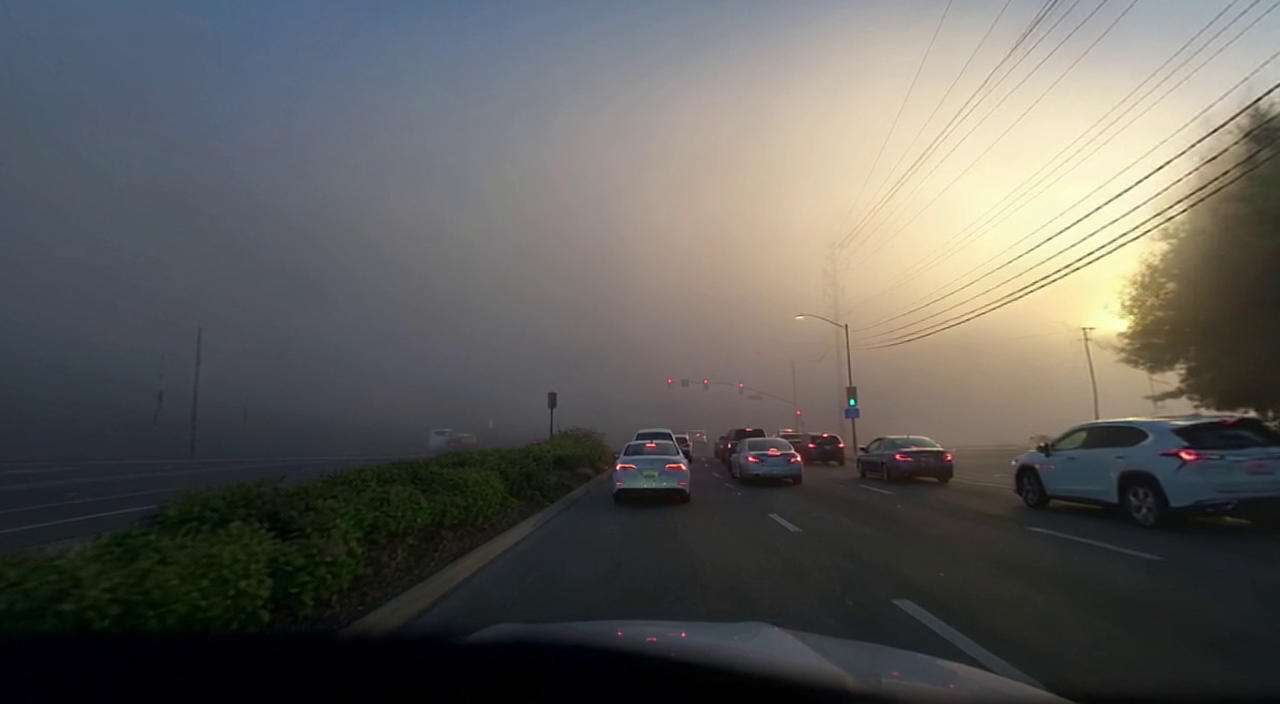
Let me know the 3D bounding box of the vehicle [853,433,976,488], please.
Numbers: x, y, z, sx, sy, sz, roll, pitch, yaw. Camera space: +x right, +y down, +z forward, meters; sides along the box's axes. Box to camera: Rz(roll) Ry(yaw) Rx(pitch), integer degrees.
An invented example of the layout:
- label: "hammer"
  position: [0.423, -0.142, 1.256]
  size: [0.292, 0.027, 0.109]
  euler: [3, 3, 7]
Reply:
- label: "vehicle"
  position: [8.199, 3.277, 19.350]
  size: [1.905, 1.483, 4.469]
  euler: [-1, -8, 3]

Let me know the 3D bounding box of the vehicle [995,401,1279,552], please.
- label: "vehicle"
  position: [8.281, 1.864, 10.146]
  size: [2.195, 1.802, 5.051]
  euler: [0, -8, 1]

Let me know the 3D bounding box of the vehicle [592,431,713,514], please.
- label: "vehicle"
  position: [0.266, 2.526, 13.730]
  size: [2.208, 1.498, 4.401]
  euler: [0, -8, 1]

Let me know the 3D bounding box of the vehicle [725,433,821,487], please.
- label: "vehicle"
  position: [3.944, 3.306, 19.554]
  size: [2.028, 1.454, 4.531]
  euler: [0, -8, 0]

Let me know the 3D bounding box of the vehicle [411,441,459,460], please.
- label: "vehicle"
  position: [-15.827, 7.610, 48.932]
  size: [1.986, 1.404, 4.177]
  euler: [-1, -8, 5]
